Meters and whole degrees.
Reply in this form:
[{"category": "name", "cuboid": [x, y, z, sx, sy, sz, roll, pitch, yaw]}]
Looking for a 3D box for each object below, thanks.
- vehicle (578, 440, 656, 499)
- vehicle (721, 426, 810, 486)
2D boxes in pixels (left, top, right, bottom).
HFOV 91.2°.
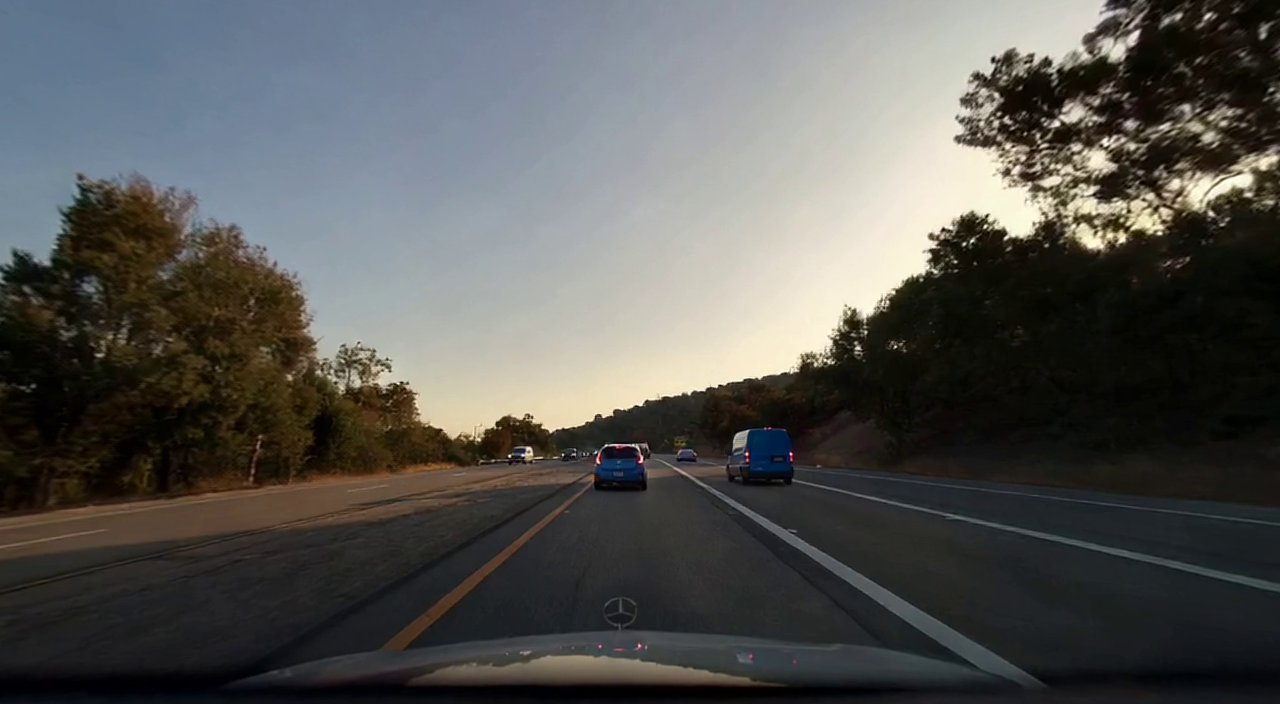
[{"category": "vehicle", "cuboid": [-0.604, 3.340, 18.161, 2.029, 1.483, 3.769, 0, -9, 0]}, {"category": "vehicle", "cuboid": [4.503, 3.853, 23.378, 2.261, 1.952, 4.784, 0, -9, -1]}]
